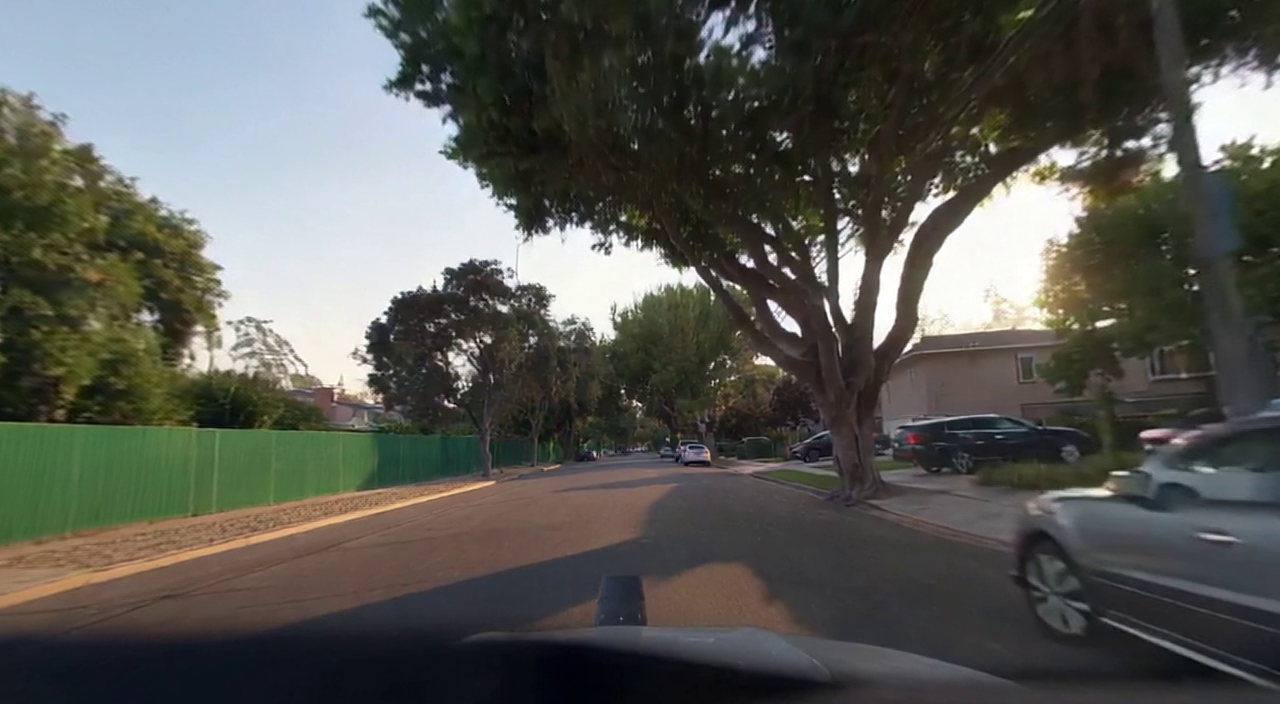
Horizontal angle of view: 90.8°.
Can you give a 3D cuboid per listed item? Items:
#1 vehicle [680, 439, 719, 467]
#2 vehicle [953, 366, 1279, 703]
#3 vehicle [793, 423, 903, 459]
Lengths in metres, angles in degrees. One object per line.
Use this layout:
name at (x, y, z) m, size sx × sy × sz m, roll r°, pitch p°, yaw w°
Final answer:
vehicle at (3.853, 6.681, 41.928) m, size 2.122 × 1.673 × 4.876 m, roll 0°, pitch -8°, yaw 0°
vehicle at (3.670, 0.922, 2.849) m, size 2.165 × 1.688 × 4.642 m, roll -2°, pitch -9°, yaw 1°
vehicle at (11.025, 4.786, 33.819) m, size 5.046 × 1.800 × 2.201 m, roll -1°, pitch -8°, yaw 1°
